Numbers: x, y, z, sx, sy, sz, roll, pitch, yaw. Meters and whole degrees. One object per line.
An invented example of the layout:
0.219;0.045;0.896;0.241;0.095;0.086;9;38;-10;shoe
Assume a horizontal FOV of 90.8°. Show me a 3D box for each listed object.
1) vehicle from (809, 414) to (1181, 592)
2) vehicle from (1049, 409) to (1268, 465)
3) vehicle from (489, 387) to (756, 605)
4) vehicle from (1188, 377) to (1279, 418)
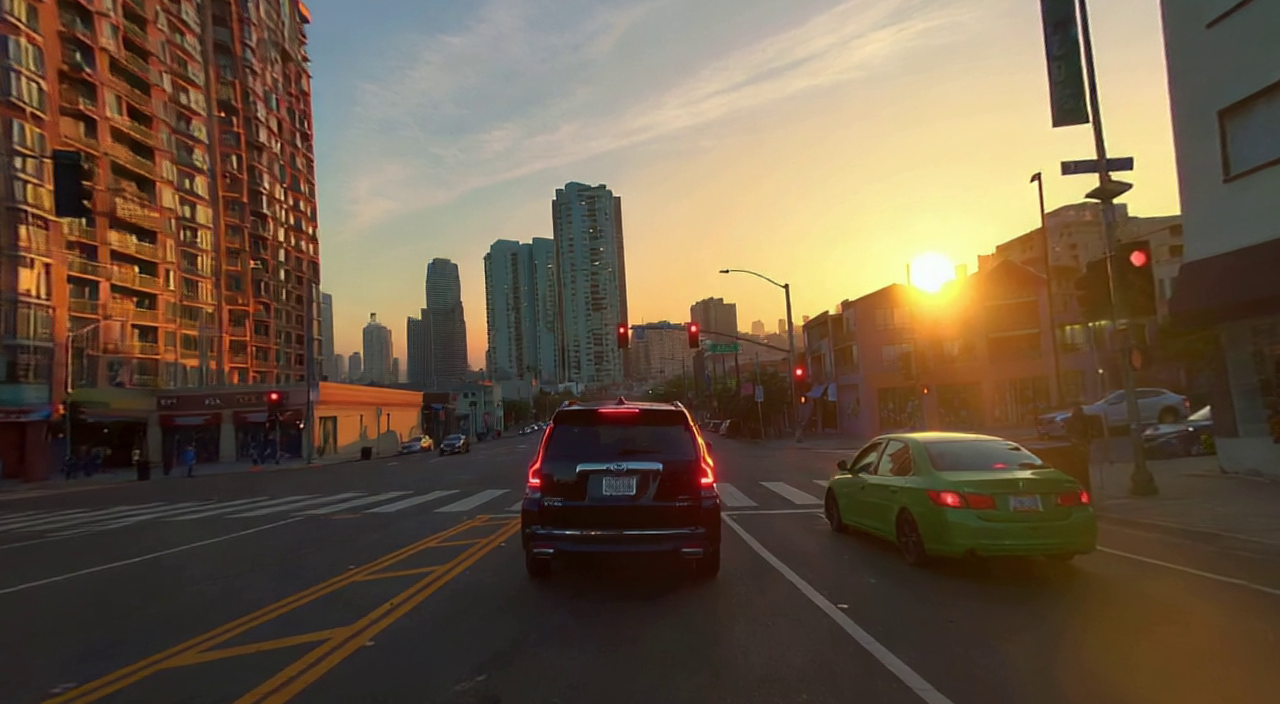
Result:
3.696;1.649;7.808;1.987;1.538;4.510;0;-8;1;vehicle
14.268;2.377;17.605;4.354;1.466;1.863;-1;-8;2;vehicle
-0.138;1.481;7.303;2.168;1.776;4.135;0;-8;0;vehicle
26.579;1.974;27.168;4.287;1.639;1.729;0;-8;1;vehicle
